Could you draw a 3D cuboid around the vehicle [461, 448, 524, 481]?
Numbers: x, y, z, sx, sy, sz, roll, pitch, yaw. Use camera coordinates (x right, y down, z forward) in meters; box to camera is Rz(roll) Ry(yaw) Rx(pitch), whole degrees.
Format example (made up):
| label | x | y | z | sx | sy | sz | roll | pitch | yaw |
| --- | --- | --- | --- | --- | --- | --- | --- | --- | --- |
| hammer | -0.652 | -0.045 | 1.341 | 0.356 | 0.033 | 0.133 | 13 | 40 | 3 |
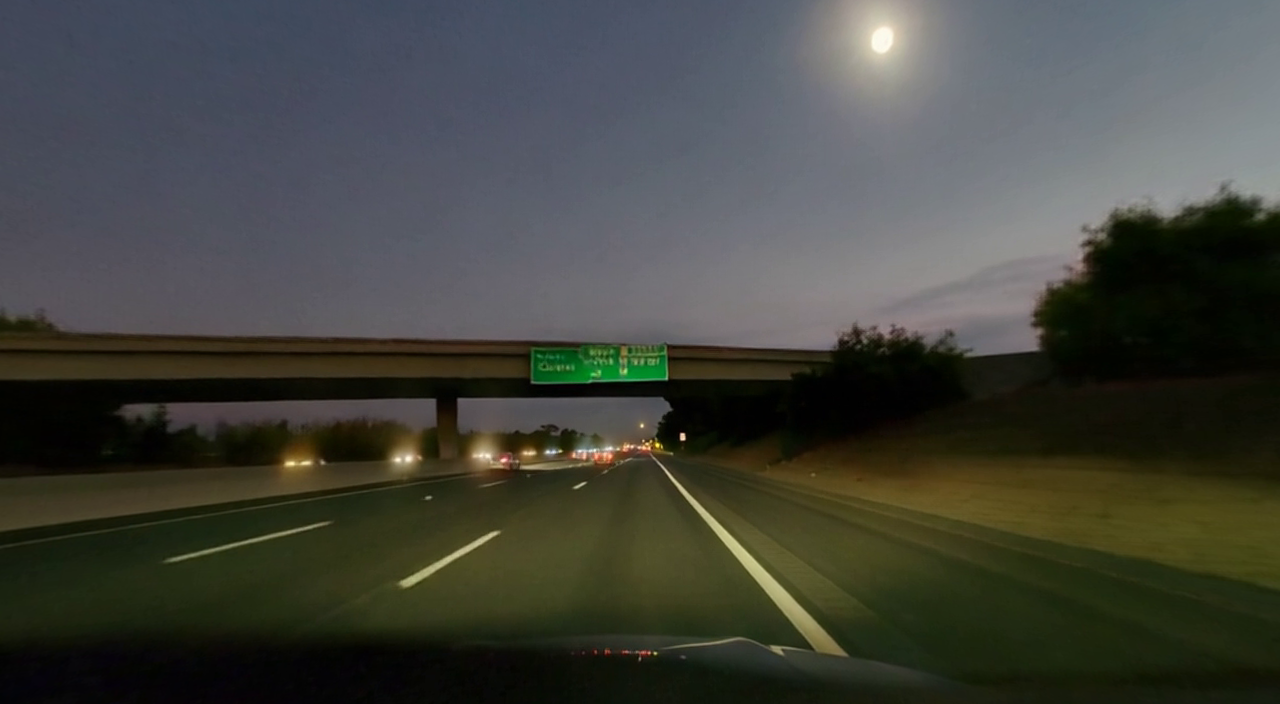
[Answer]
| label | x | y | z | sx | sy | sz | roll | pitch | yaw |
| --- | --- | --- | --- | --- | --- | --- | --- | --- | --- |
| vehicle | -7.339 | 5.625 | 31.848 | 2.002 | 1.507 | 4.631 | 0 | -9 | 1 |
